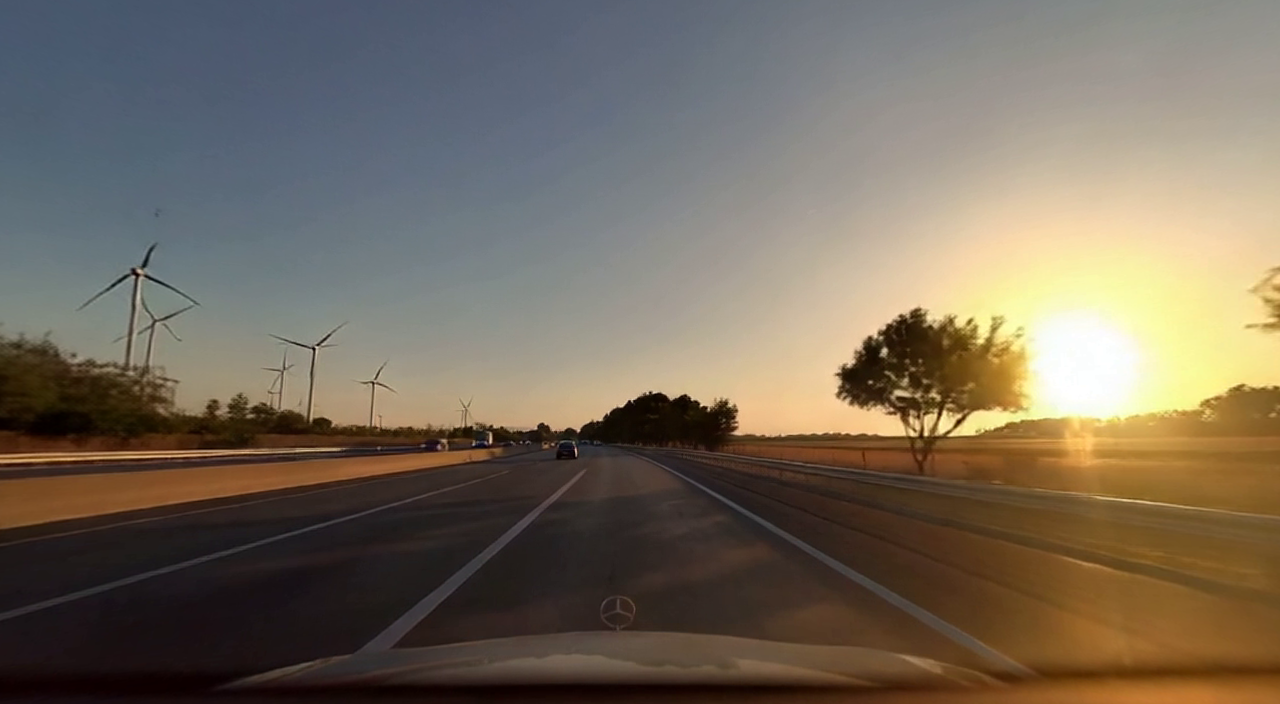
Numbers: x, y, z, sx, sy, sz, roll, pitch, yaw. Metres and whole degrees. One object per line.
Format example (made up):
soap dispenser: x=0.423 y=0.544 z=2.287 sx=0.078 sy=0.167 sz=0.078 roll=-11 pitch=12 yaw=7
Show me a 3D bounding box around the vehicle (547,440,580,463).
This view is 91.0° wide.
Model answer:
vehicle: x=-5.434 y=7.151 z=45.315 sx=2.053 sy=1.549 sz=4.097 roll=0 pitch=-8 yaw=-3
